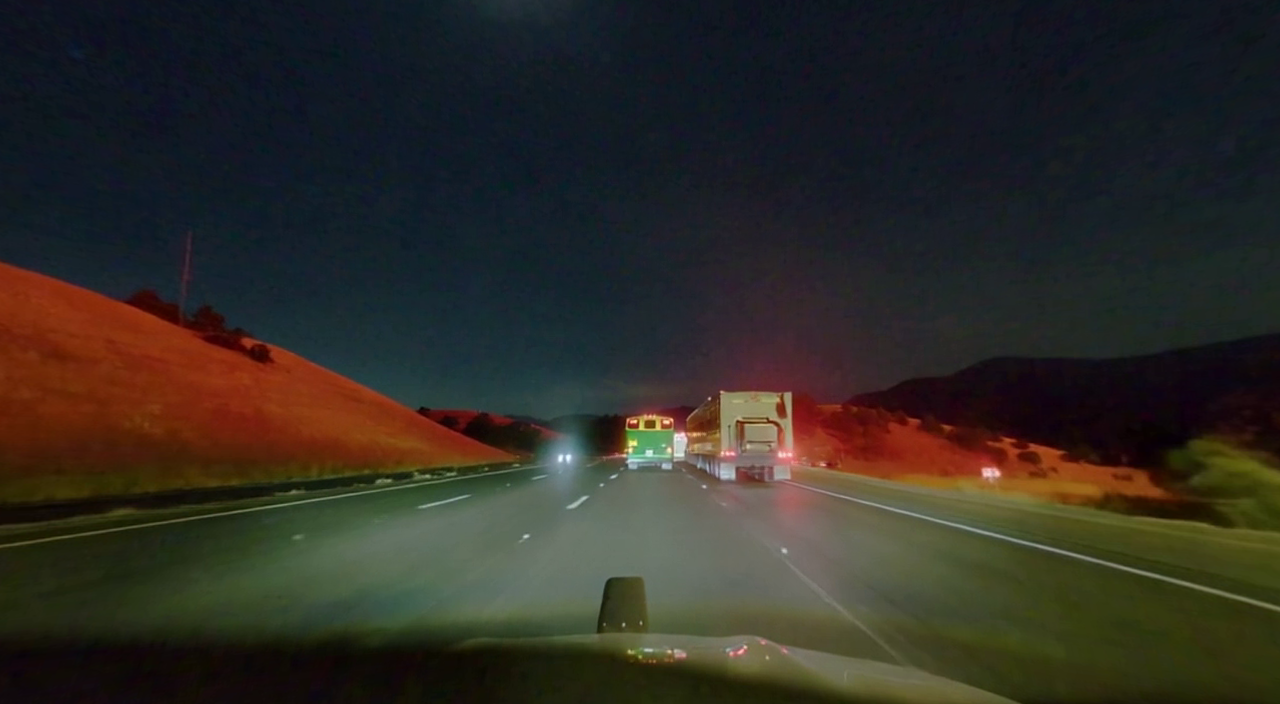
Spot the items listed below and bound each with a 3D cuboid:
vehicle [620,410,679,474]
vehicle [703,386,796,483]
[{"bbox_3d":[0.510,5.330,37.330,2.948,3.265,10.569,0,-8,0],"label":"vehicle"},{"bbox_3d":[4.524,3.655,27.744,2.716,3.705,7.018,0,-8,-1],"label":"vehicle"}]
